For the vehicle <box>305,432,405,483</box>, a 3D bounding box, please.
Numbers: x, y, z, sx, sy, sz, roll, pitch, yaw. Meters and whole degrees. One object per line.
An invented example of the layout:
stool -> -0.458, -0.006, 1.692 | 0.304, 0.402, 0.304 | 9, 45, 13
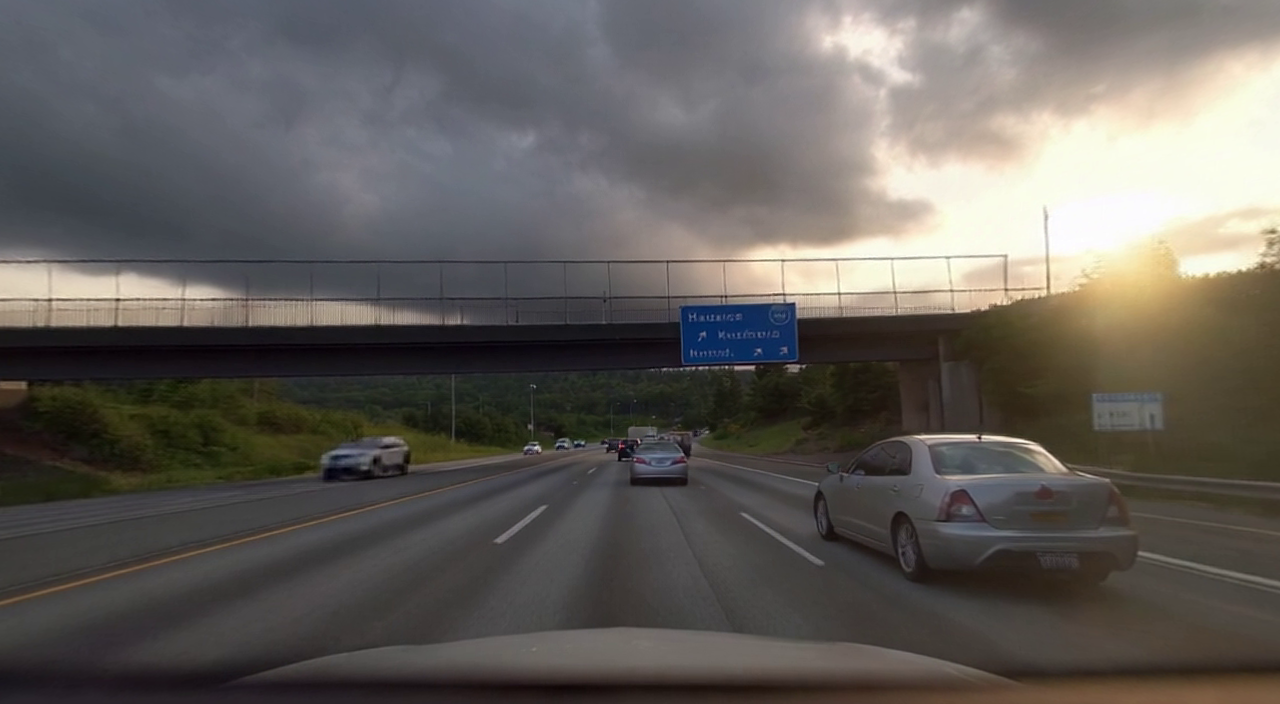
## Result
vehicle -> -11.766, 4.366, 26.415 | 2.082, 1.833, 4.755 | -2, -8, -1

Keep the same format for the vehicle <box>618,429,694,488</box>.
vehicle -> 0.378, 3.306, 19.874 | 2.092, 1.636, 4.024 | 0, -8, -3
